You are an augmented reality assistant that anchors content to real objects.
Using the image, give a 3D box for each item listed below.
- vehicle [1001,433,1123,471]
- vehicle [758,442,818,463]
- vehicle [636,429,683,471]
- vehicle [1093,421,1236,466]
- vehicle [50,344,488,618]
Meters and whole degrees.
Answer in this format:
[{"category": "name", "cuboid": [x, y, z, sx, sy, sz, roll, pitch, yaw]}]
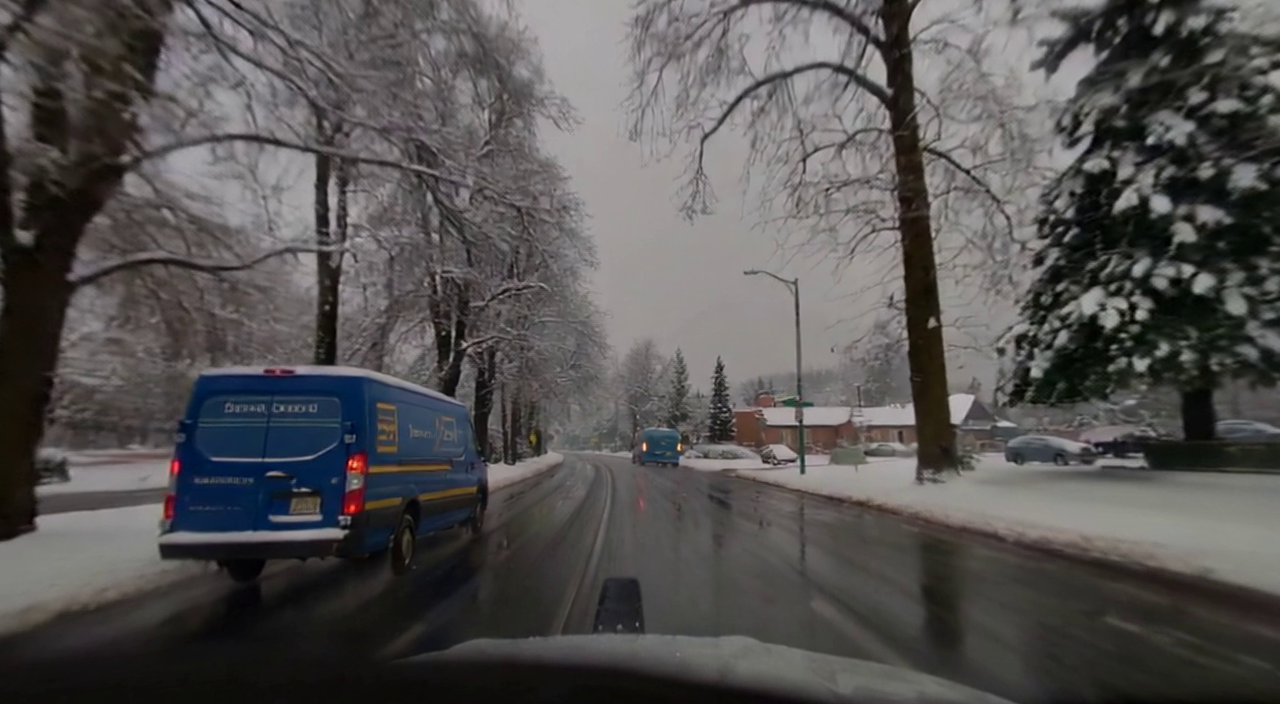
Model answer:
[{"category": "vehicle", "cuboid": [18.322, 4.377, 27.718, 1.926, 1.517, 4.505, 1, -9, -5]}, {"category": "vehicle", "cuboid": [11.635, 7.925, 49.765, 4.117, 1.627, 2.086, 1, -9, -5]}, {"category": "vehicle", "cuboid": [1.181, 6.488, 41.753, 2.397, 2.566, 5.324, 1, -9, -6]}, {"category": "vehicle", "cuboid": [23.373, 4.154, 28.458, 1.966, 1.798, 4.753, 1, -9, -7]}, {"category": "vehicle", "cuboid": [-3.562, 1.395, 7.485, 2.420, 2.227, 4.499, 0, -9, -1]}]
